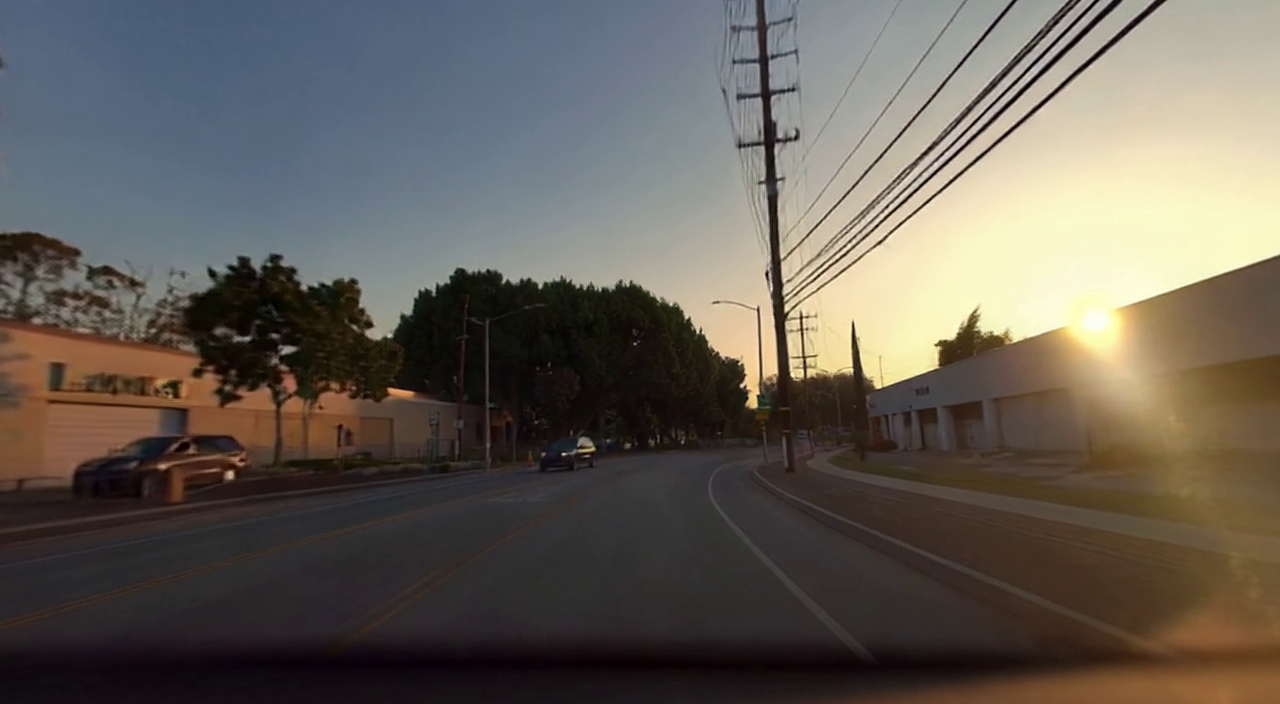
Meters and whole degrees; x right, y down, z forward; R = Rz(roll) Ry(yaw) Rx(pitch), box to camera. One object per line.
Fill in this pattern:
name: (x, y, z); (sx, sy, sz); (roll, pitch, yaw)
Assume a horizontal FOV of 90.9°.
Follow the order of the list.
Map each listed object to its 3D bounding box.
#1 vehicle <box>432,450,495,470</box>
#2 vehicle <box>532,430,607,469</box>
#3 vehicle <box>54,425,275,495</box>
vehicle: (-13.504, 8.245, 48.200); (4.513, 1.450, 2.078); (-6, -9, 31)
vehicle: (-3.787, 5.394, 35.041); (2.490, 1.961, 5.553); (-2, -8, 12)
vehicle: (-16.447, 3.848, 22.547); (2.502, 2.113, 6.488); (-1, -10, 4)
